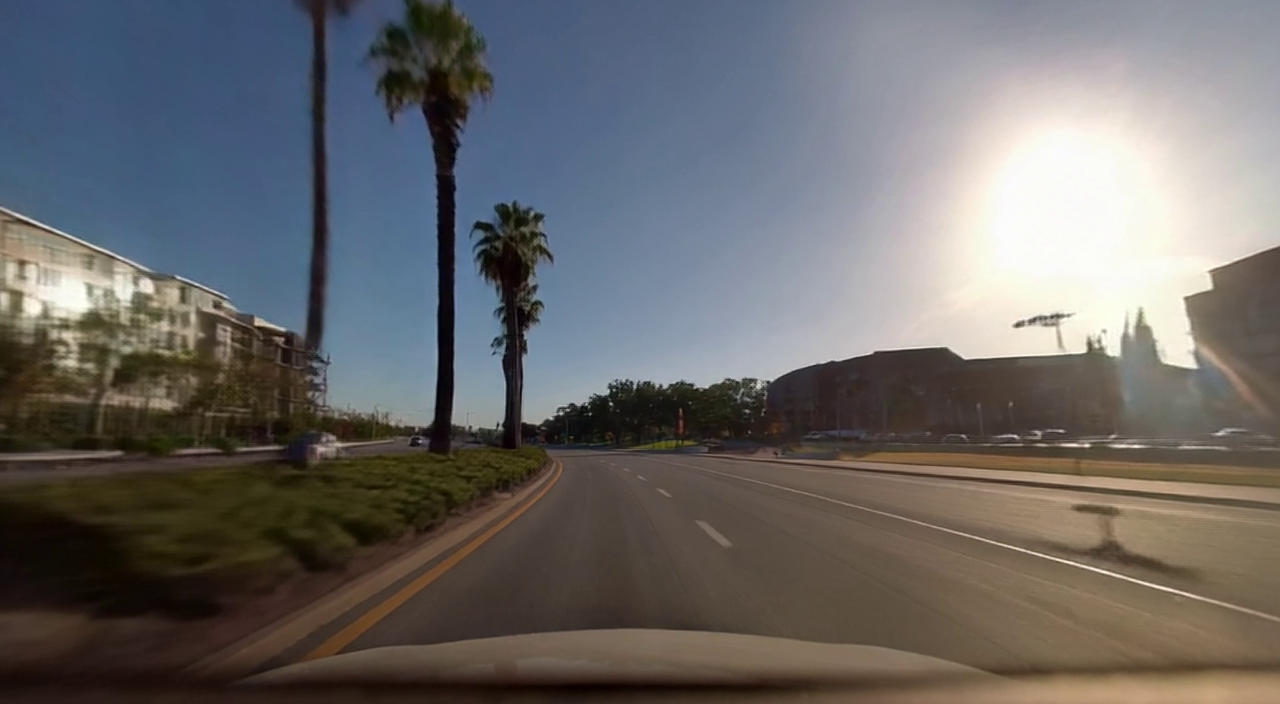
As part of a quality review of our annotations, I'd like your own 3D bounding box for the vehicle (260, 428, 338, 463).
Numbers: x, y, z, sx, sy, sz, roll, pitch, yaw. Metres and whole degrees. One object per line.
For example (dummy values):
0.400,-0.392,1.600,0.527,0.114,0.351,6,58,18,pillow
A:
-17.753,4.915,33.190,2.061,1.699,4.606,1,-9,-8,vehicle
